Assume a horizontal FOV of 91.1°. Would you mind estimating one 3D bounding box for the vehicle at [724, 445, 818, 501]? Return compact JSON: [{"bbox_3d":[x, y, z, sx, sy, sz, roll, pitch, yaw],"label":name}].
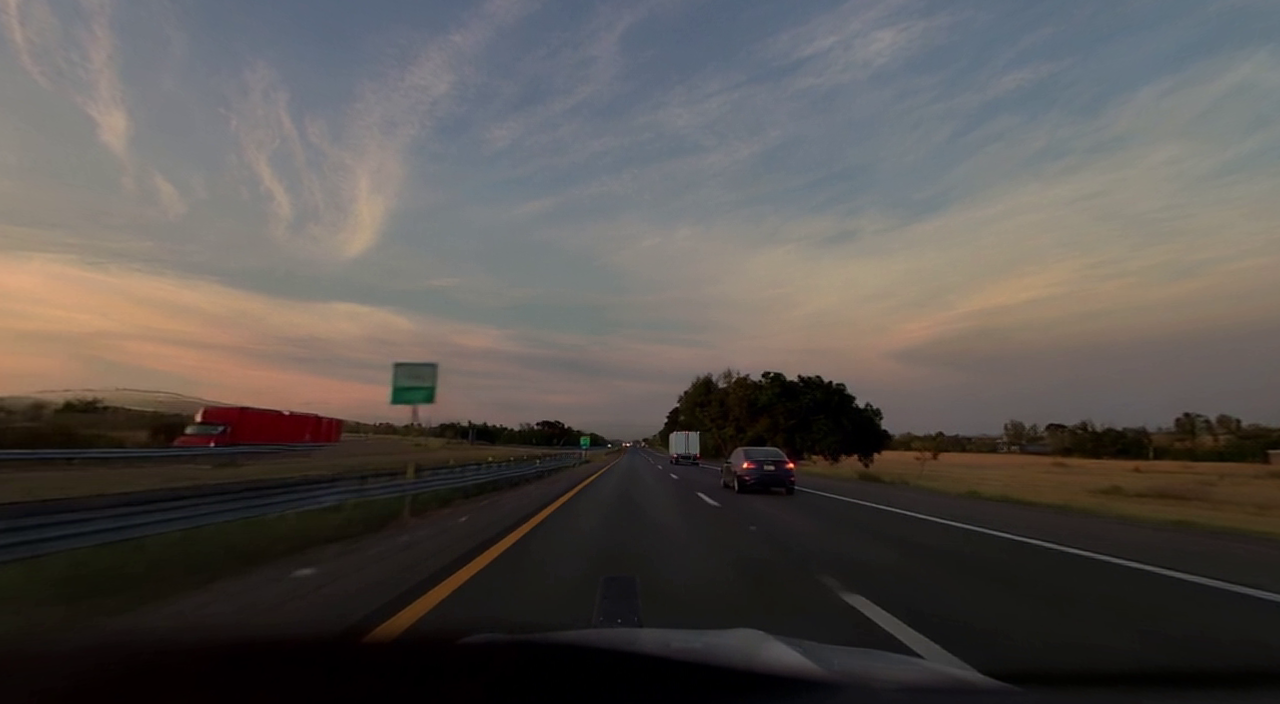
[{"bbox_3d":[3.729,3.488,18.560,1.836,1.459,3.766,0,-9,-2],"label":"vehicle"}]
